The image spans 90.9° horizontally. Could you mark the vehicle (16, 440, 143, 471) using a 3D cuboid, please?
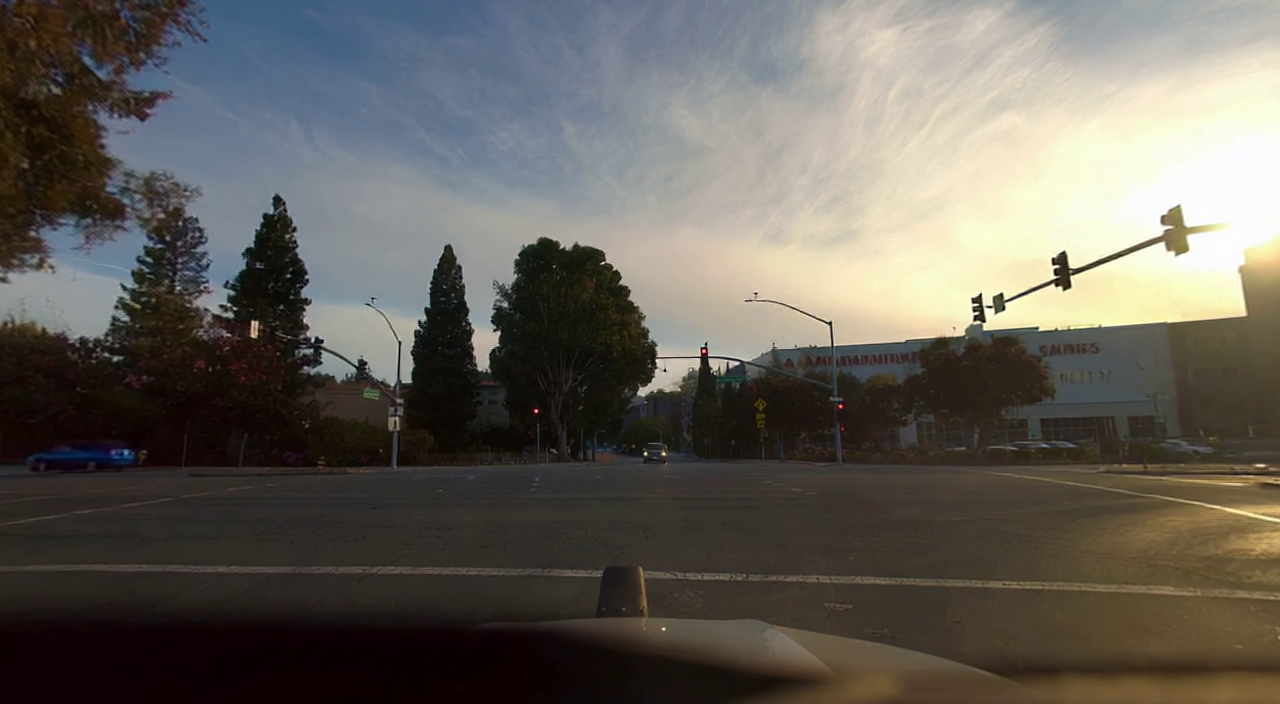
[{"bbox_3d":[-28.332,5.245,31.961,4.681,1.465,1.820,0,-9,0],"label":"vehicle"}]

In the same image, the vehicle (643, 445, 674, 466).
[{"bbox_3d":[1.279,7.628,46.470,2.132,1.449,4.235,0,-9,0],"label":"vehicle"}]
